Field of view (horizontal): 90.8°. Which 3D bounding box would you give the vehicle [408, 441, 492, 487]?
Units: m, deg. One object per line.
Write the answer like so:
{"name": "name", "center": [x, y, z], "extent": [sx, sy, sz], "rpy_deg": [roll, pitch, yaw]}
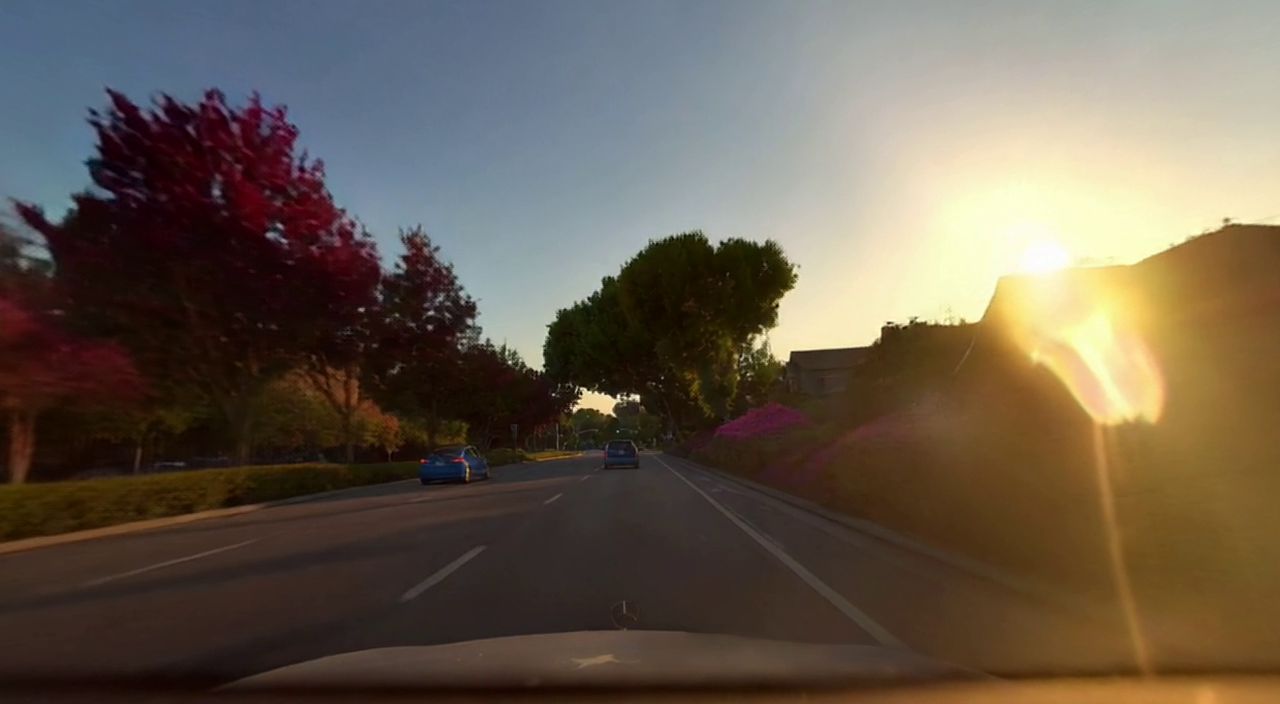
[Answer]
{"name": "vehicle", "center": [-7.569, 4.475, 25.663], "extent": [1.993, 1.657, 4.487], "rpy_deg": [-1, -8, 0]}

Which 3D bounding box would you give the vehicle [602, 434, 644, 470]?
{"name": "vehicle", "center": [-0.830, 5.314, 33.726], "extent": [2.070, 1.764, 4.552], "rpy_deg": [-1, -8, 0]}
